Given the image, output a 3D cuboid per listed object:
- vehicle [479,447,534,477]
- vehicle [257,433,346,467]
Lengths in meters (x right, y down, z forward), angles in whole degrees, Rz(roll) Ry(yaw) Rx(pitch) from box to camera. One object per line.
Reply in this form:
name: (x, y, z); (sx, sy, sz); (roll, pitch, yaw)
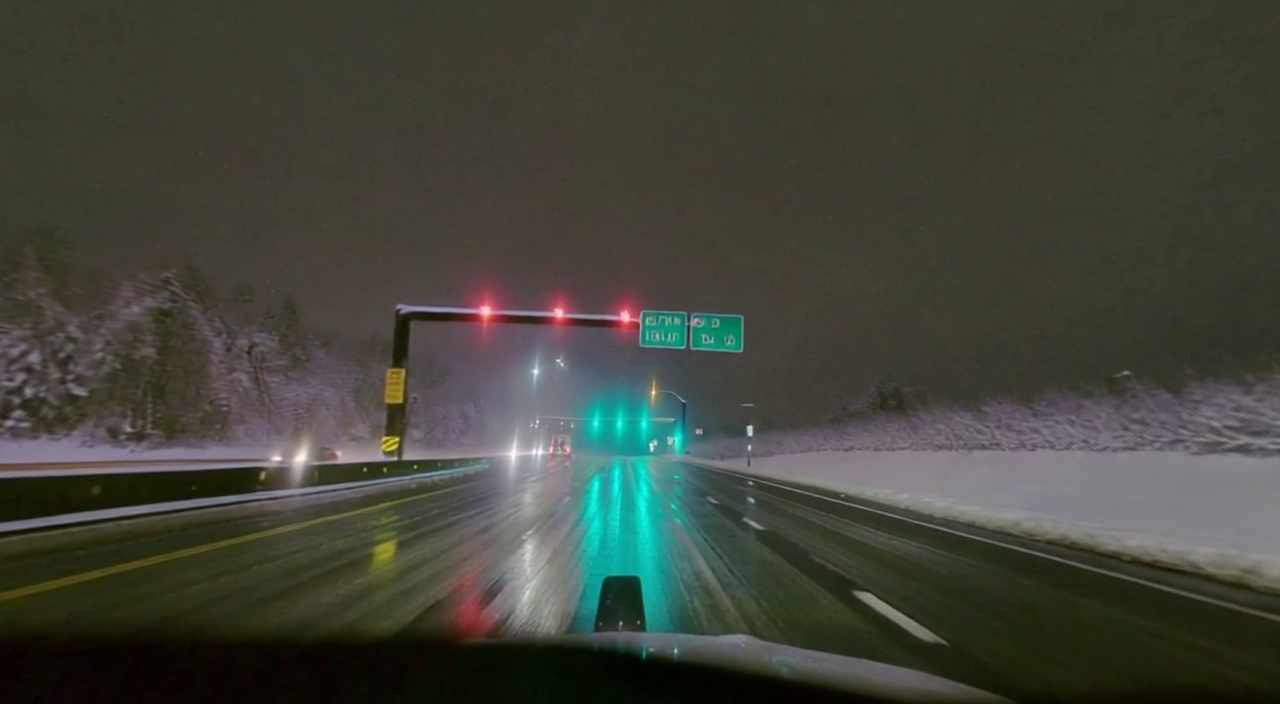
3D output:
vehicle: (-7.033, 5.840, 33.734); (2.012, 1.456, 4.309); (0, -9, 0)
vehicle: (-16.497, 4.800, 31.073); (1.934, 1.523, 4.545); (0, -9, -1)
